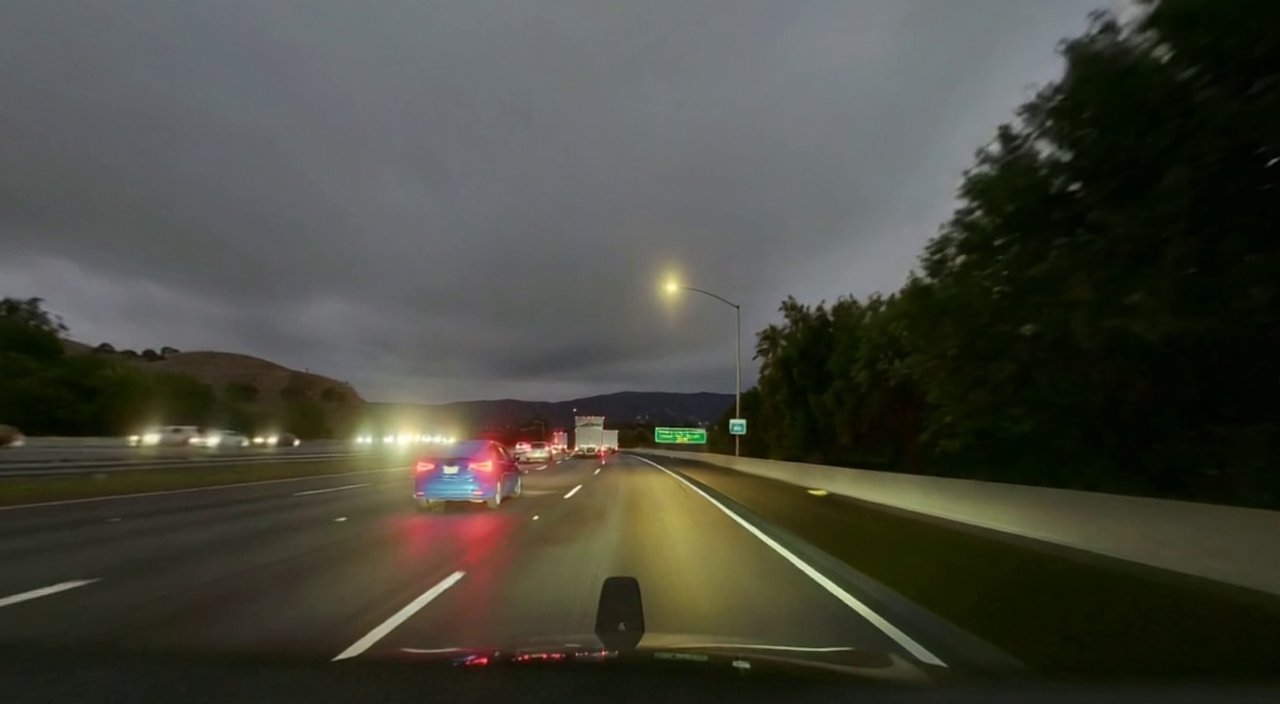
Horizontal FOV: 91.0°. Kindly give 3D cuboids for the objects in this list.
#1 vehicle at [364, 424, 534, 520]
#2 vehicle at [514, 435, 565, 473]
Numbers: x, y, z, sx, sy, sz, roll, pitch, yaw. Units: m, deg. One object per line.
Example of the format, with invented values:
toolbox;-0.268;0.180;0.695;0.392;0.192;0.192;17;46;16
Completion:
vehicle;-3.818;2.506;13.658;2.180;1.685;4.668;0;-9;0
vehicle;-5.052;5.191;32.193;2.081;1.740;4.268;1;-9;-2
